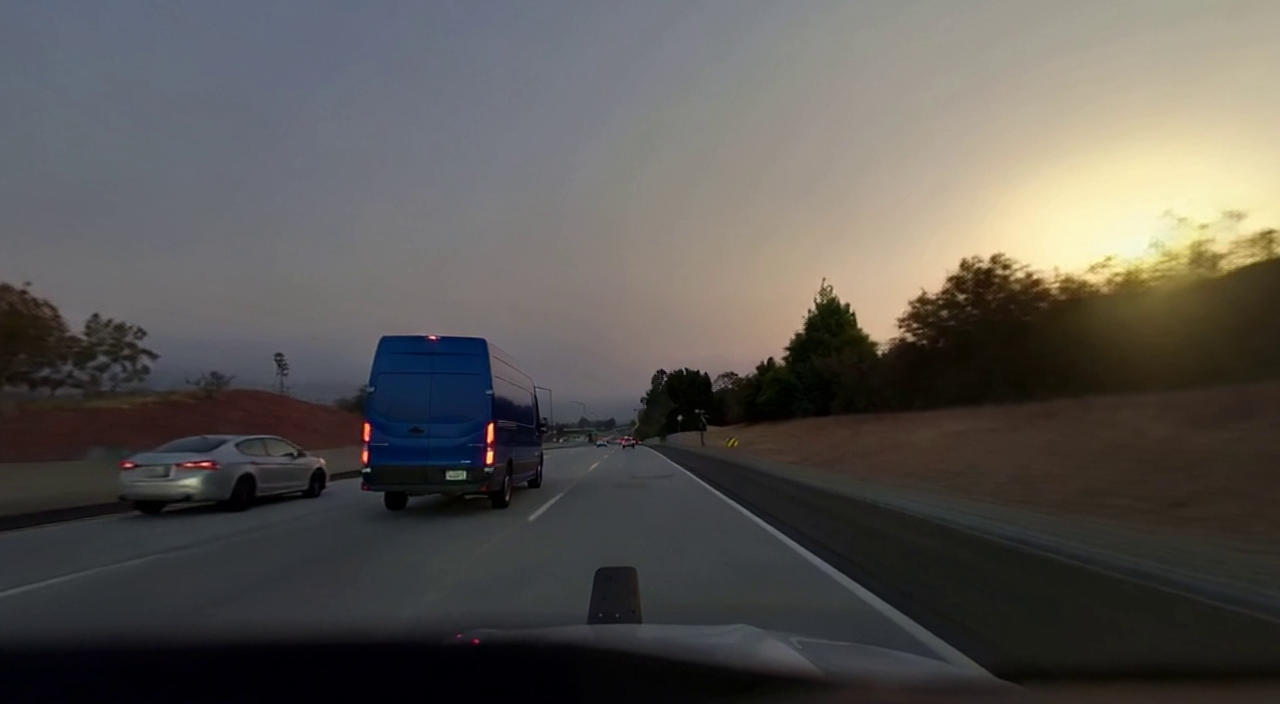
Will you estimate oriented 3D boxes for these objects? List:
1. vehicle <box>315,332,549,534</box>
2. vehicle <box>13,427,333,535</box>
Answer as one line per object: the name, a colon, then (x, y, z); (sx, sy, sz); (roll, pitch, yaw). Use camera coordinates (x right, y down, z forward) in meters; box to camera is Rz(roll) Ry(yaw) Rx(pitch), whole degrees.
vehicle: (-3.379, 1.587, 12.394); (2.428, 2.782, 7.330); (0, -8, -3)
vehicle: (-7.572, 2.088, 11.054); (1.994, 1.466, 4.837); (0, -8, -1)
